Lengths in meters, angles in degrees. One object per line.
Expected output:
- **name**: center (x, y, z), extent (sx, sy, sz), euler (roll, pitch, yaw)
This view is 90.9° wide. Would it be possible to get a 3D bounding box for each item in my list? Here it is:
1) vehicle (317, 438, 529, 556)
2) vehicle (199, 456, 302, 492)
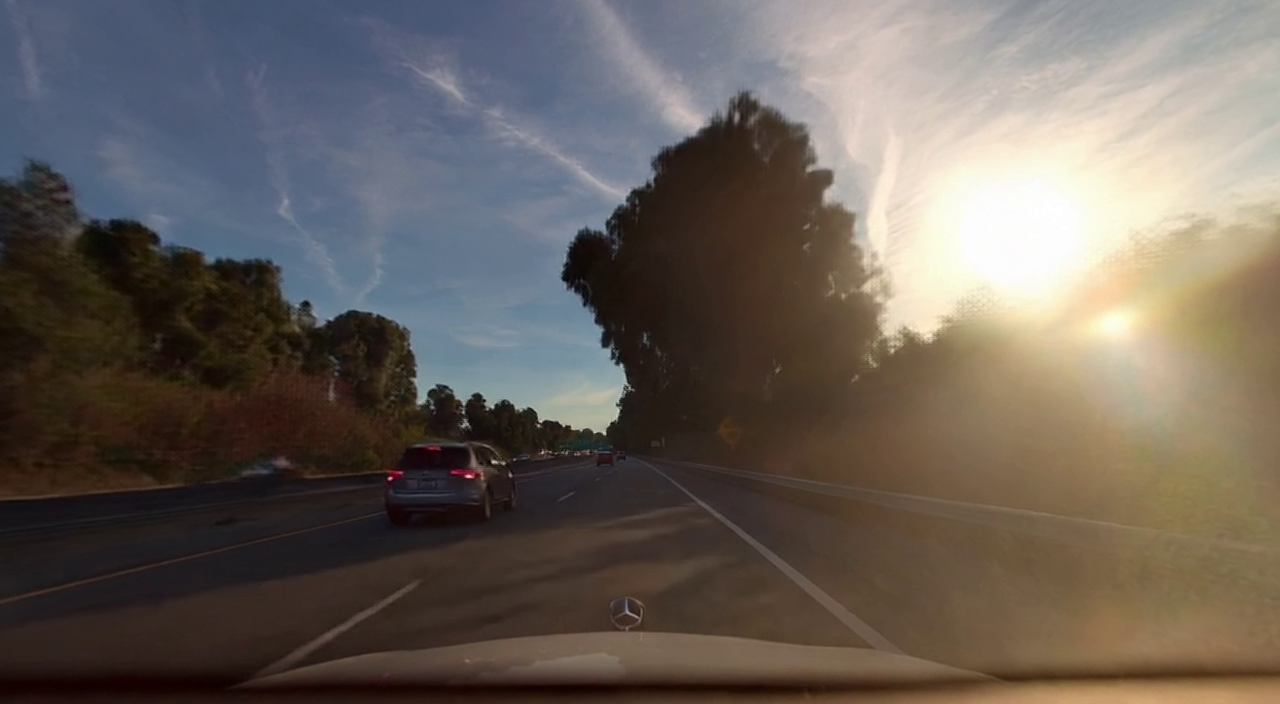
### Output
- **vehicle**: center (-3.554, 2.461, 11.455), extent (2.135, 1.686, 4.517), euler (0, -9, 1)
- **vehicle**: center (-18.040, 5.653, 29.462), extent (1.921, 1.484, 4.504), euler (0, -9, 0)
